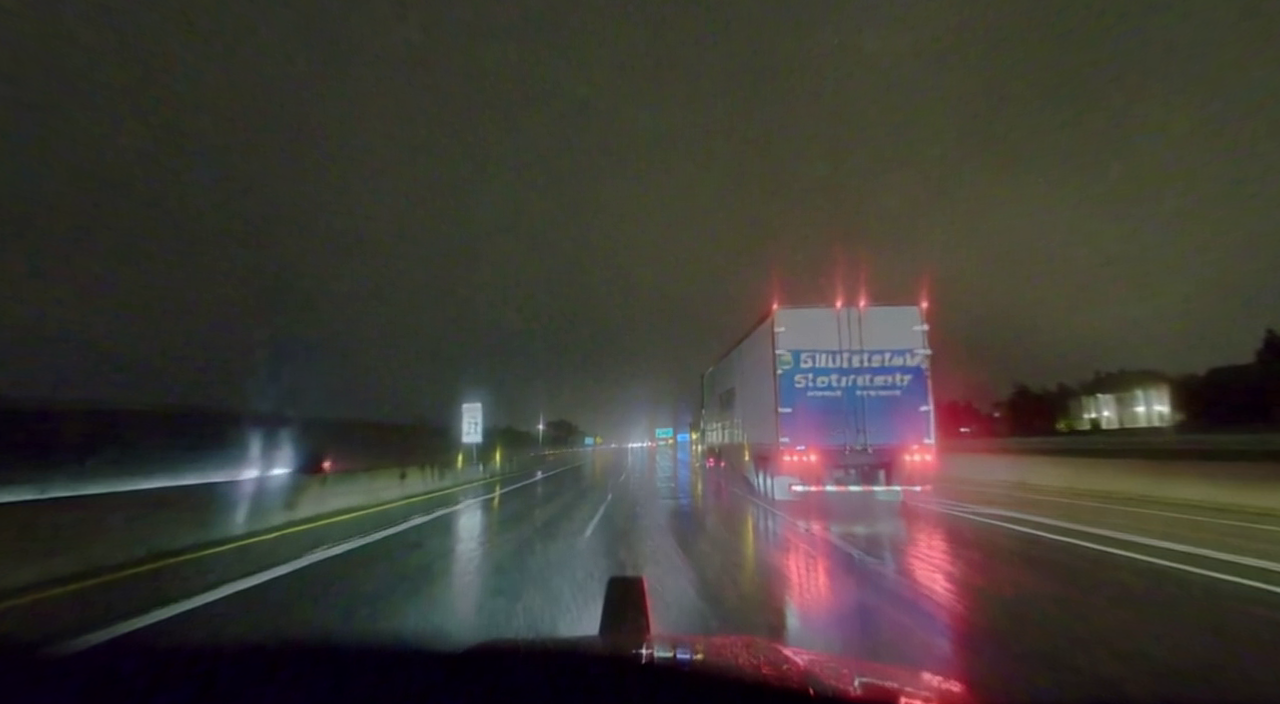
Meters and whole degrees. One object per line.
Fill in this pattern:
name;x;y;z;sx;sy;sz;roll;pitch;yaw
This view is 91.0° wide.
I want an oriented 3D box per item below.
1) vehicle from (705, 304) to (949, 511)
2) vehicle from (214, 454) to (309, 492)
vehicle;4.522;2.119;20.207;3.187;4.197;15.004;0;-8;0
vehicle;-17.614;5.604;29.501;1.838;1.518;4.109;0;-8;1
